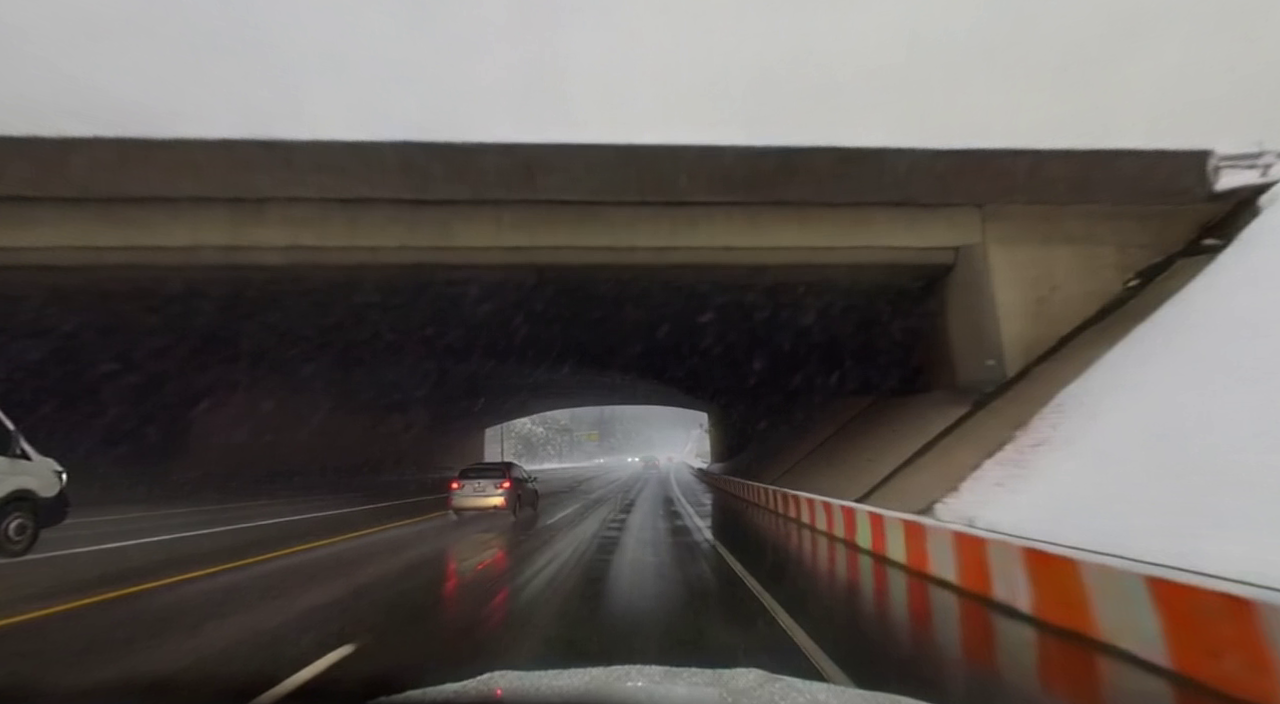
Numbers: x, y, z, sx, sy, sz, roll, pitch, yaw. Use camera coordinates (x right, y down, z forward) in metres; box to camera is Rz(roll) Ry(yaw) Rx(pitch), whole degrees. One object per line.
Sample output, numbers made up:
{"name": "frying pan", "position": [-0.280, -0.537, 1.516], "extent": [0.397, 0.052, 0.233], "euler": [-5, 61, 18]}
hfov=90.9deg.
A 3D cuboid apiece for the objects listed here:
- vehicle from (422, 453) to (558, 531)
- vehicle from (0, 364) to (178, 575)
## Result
{"name": "vehicle", "position": [-3.166, 3.057, 14.120], "extent": [1.992, 1.466, 3.690], "euler": [0, -10, 2]}
{"name": "vehicle", "position": [-9.175, 1.346, 7.302], "extent": [2.310, 2.576, 6.321], "euler": [0, -10, 5]}
